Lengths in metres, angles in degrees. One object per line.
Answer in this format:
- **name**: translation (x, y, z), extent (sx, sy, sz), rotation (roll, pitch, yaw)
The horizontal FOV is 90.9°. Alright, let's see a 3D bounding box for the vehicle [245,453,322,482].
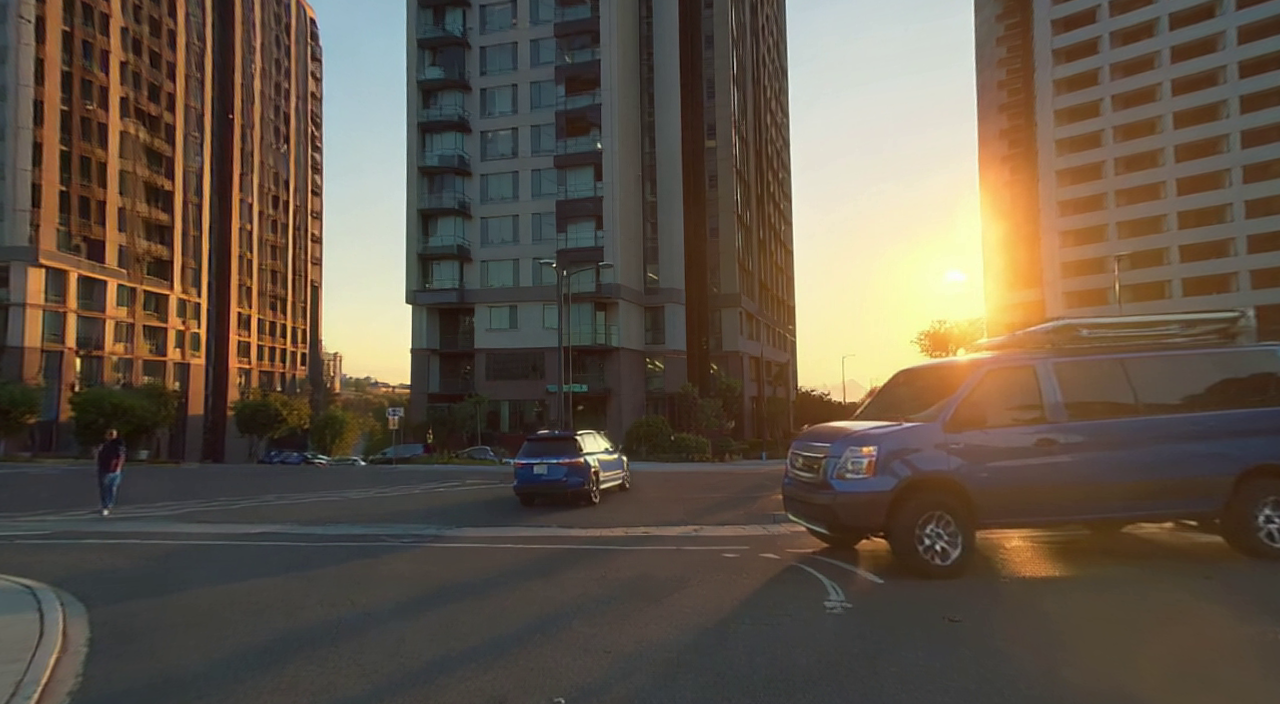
- **vehicle**: translation (-19.437, 6.295, 34.509), extent (3.467, 1.456, 1.649), rotation (4, -9, -24)

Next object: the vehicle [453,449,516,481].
- **vehicle**: translation (-7.868, 5.723, 32.292), extent (2.164, 1.494, 4.235), rotation (0, -8, 0)

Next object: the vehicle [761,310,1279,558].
- **vehicle**: translation (5.329, 1.077, 8.309), extent (6.932, 2.753, 2.446), rotation (0, -8, 1)

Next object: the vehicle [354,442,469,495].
- **vehicle**: translation (-8.161, 4.172, 23.064), extent (2.395, 1.719, 4.549), rotation (0, -8, 1)

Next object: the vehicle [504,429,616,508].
- **vehicle**: translation (-1.853, 2.901, 16.089), extent (2.144, 1.733, 4.115), rotation (-1, -8, 3)
